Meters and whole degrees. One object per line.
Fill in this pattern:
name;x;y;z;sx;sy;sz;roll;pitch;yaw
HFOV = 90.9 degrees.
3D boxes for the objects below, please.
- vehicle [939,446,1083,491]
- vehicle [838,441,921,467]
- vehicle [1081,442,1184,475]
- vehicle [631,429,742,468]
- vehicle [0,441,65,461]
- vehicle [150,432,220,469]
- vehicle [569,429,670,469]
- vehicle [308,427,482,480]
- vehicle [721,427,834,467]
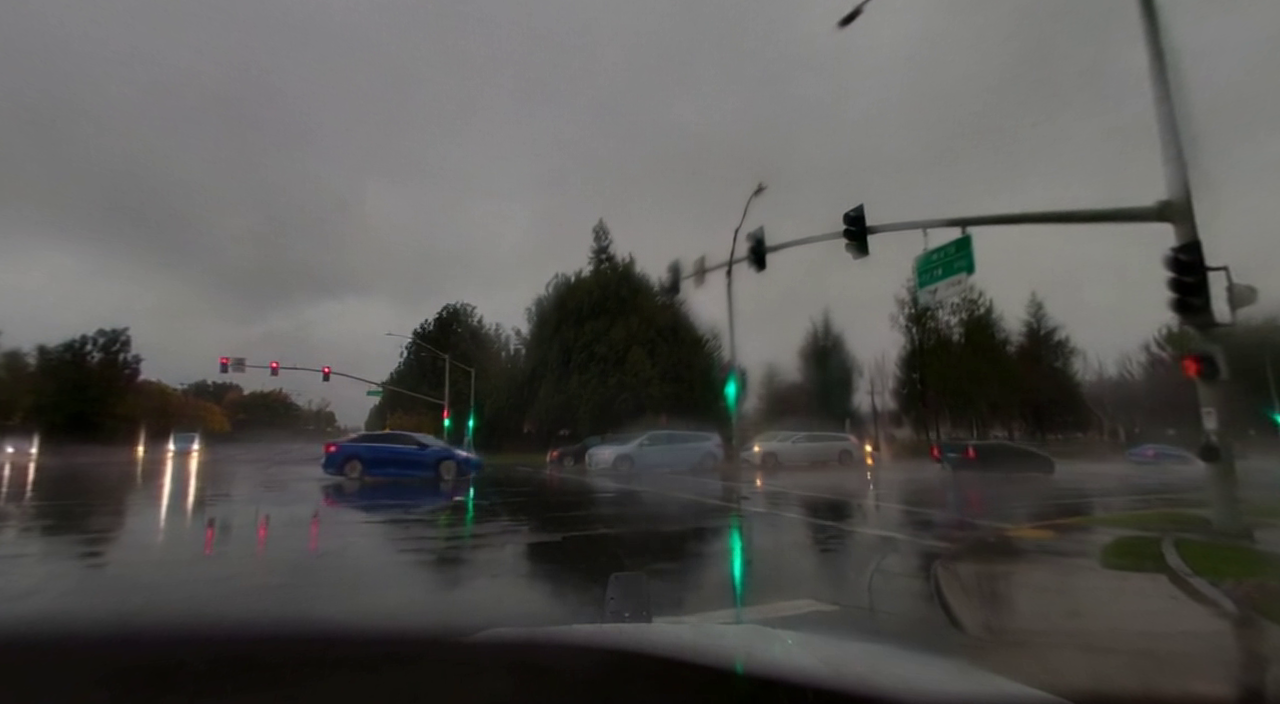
vehicle;12.481;3.845;21.202;4.425;1.366;1.865;4;-9;-24
vehicle;13.931;5.929;36.677;4.457;1.429;1.862;4;-9;-25
vehicle;23.822;5.123;30.450;5.032;1.473;1.827;4;-9;-26
vehicle;2.044;4.201;27.548;4.483;1.589;1.852;4;-9;-26
vehicle;-46.404;7.399;47.091;4.589;1.462;1.953;2;-9;-12
vehicle;-24.861;5.352;34.356;2.450;1.807;5.332;7;-11;-41
vehicle;-0.950;4.565;29.842;4.360;1.749;1.895;4;-10;-28
vehicle;-7.358;3.019;18.962;4.686;1.425;2.018;-3;-9;22
vehicle;7.431;5.143;33.879;5.791;1.964;2.199;5;-10;-25
